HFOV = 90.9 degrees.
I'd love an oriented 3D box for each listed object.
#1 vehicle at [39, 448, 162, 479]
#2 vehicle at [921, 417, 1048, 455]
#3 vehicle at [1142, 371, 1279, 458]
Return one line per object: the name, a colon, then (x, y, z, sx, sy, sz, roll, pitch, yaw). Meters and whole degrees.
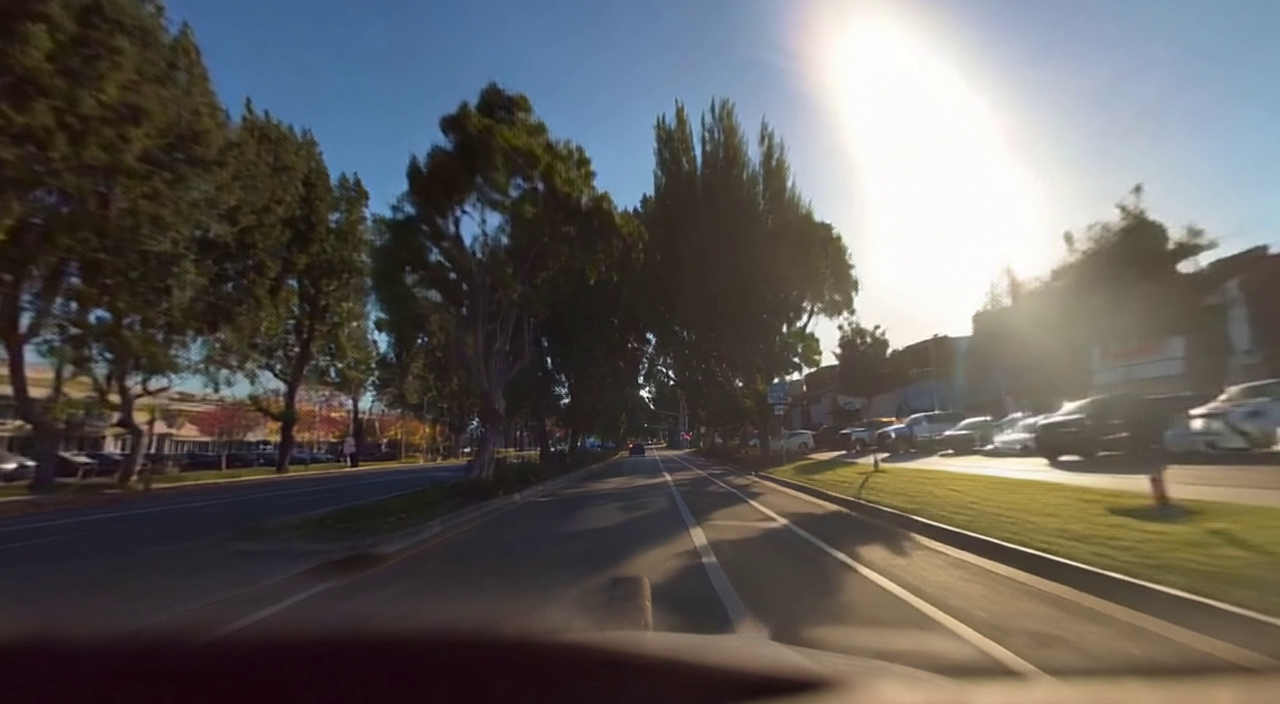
vehicle: (-31.342, 6.456, 36.724, 5.115, 1.744, 2.000, 0, -9, -3)
vehicle: (13.419, 3.321, 24.733, 3.820, 1.413, 1.952, 0, -9, 0)
vehicle: (12.959, 1.299, 12.663, 3.998, 1.612, 1.980, 0, -9, -1)
